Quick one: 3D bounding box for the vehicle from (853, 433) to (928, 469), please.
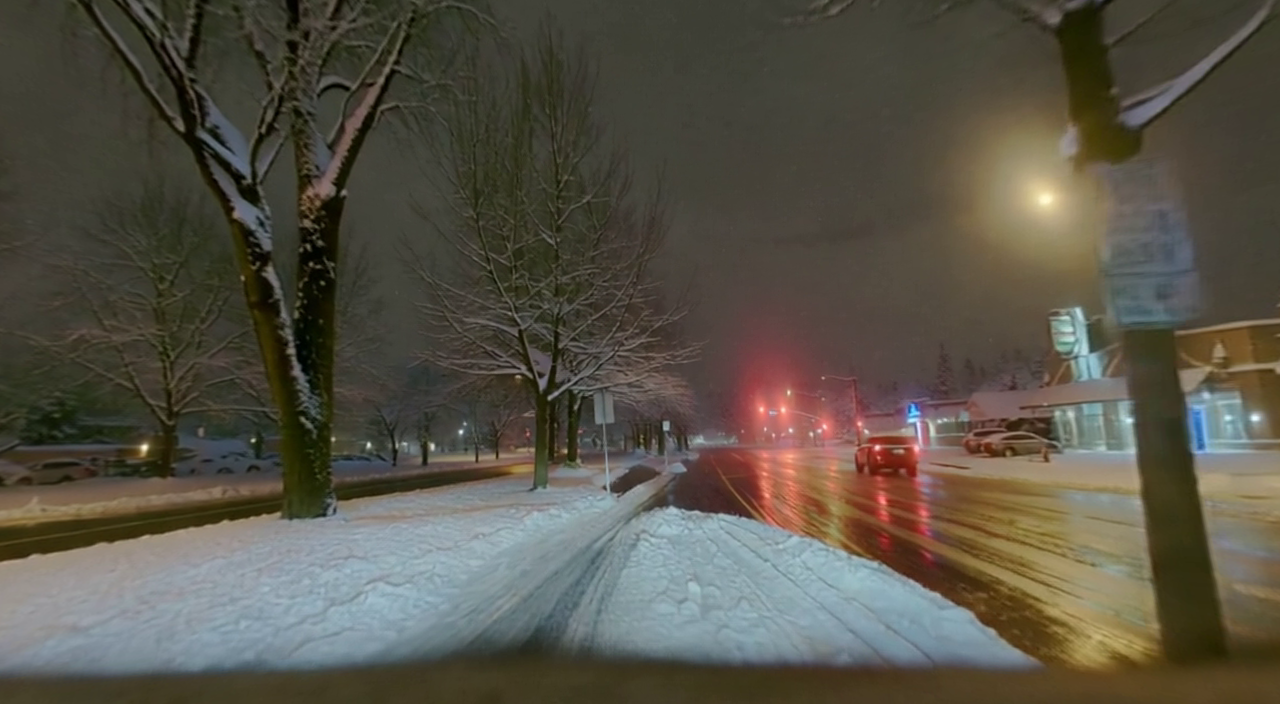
[{"bbox_3d":[12.577,5.001,32.071,2.100,1.638,4.545,0,-8,2],"label":"vehicle"}]

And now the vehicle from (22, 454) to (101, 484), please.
[{"bbox_3d":[-34.096,6.845,37.169,5.124,1.541,2.121,-6,-10,33],"label":"vehicle"}]

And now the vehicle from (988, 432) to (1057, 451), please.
[{"bbox_3d":[28.055,6.584,46.393,3.839,1.386,1.816,-1,-8,6],"label":"vehicle"}]

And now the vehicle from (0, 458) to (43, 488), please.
[{"bbox_3d":[-35.186,6.679,35.001,4.157,1.458,2.130,-6,-10,35],"label":"vehicle"}]

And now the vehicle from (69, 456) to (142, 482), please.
[{"bbox_3d":[-34.672,7.562,40.977,4.416,1.541,2.102,-5,-10,30],"label":"vehicle"}]

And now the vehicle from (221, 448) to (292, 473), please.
[{"bbox_3d":[-28.369,7.954,46.715,5.483,1.719,2.112,-5,-10,31],"label":"vehicle"}]
